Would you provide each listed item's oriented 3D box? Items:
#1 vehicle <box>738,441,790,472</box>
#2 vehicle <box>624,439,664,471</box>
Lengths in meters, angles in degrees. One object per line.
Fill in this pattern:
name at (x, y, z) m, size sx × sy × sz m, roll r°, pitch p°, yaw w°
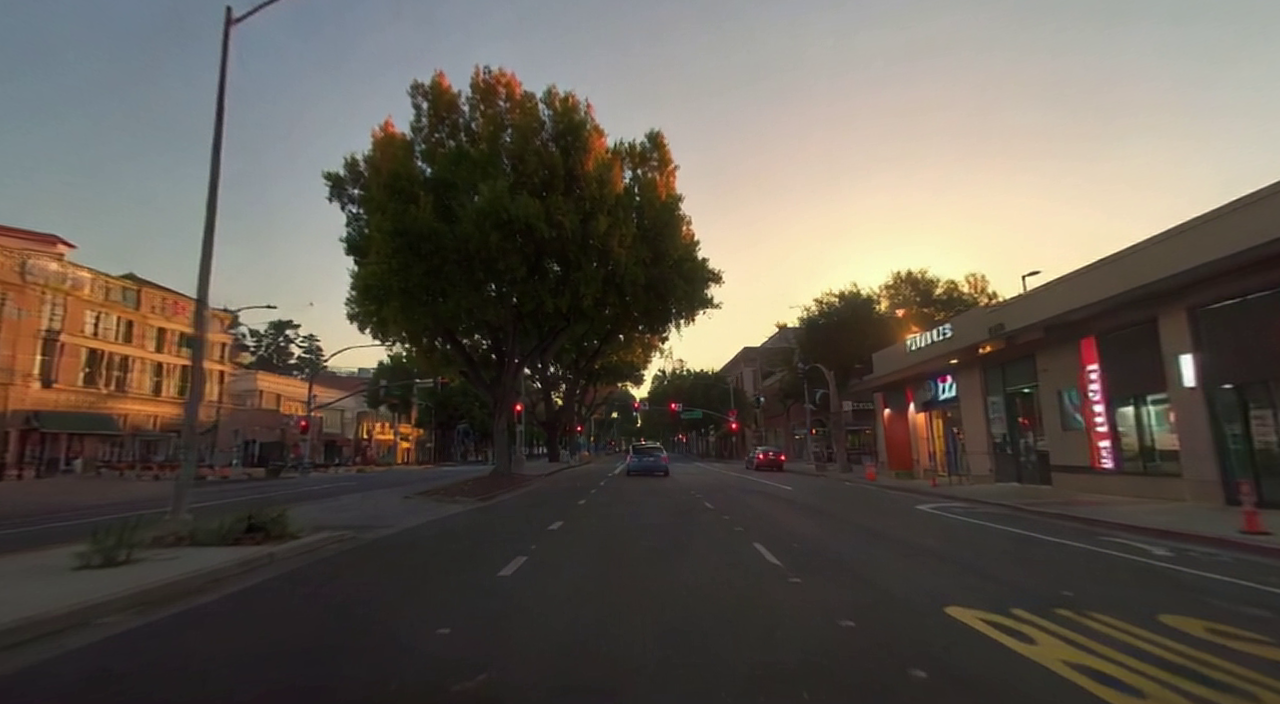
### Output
vehicle at (7.431, 6.328, 38.447) m, size 1.987 × 1.772 × 4.749 m, roll 0°, pitch -9°, yaw -3°
vehicle at (0.295, 6.065, 37.418) m, size 2.223 × 1.775 × 4.250 m, roll 0°, pitch -9°, yaw 1°
